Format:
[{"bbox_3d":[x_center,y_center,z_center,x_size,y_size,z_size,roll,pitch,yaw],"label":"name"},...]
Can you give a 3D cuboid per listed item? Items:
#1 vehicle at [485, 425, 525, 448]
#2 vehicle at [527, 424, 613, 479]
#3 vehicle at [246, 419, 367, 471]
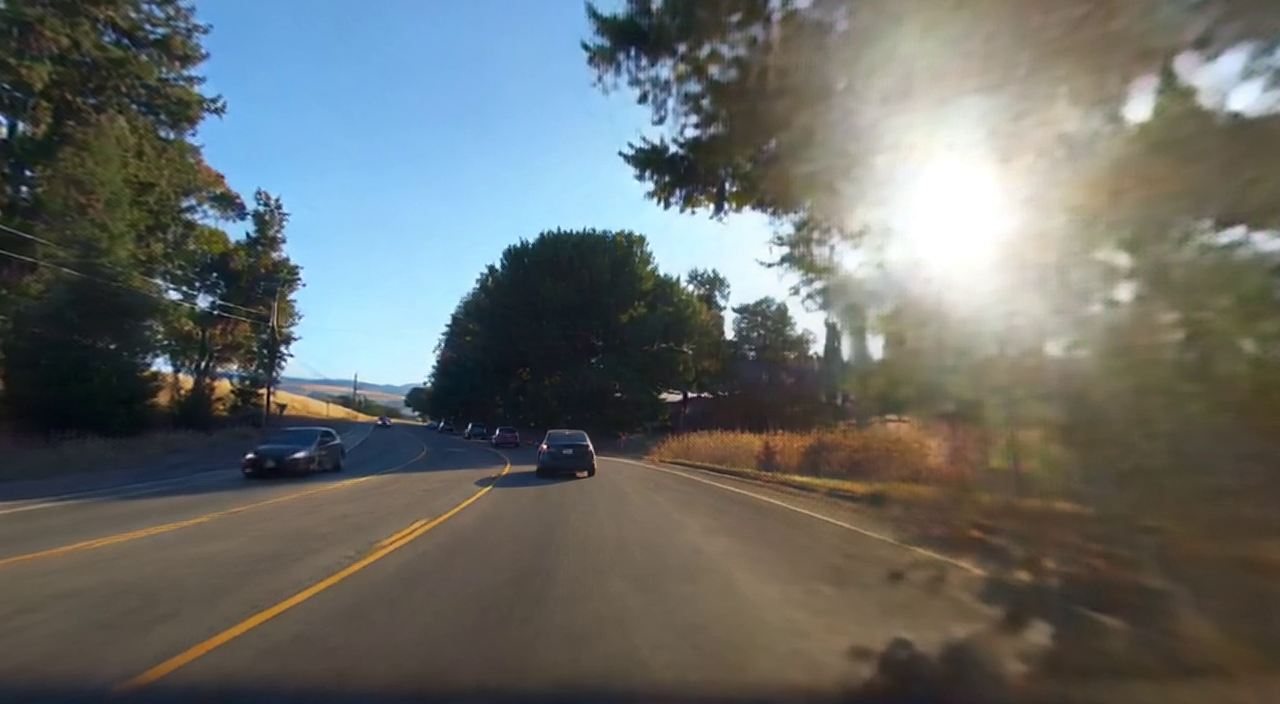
[{"bbox_3d":[-9.400,5.893,43.570,2.080,1.530,3.719,3,-9,-22],"label":"vehicle"},{"bbox_3d":[-2.301,3.081,19.617,2.296,1.510,4.068,1,-9,-11],"label":"vehicle"},{"bbox_3d":[-10.729,3.064,20.690,2.126,1.493,4.748,1,-9,-11],"label":"vehicle"}]
